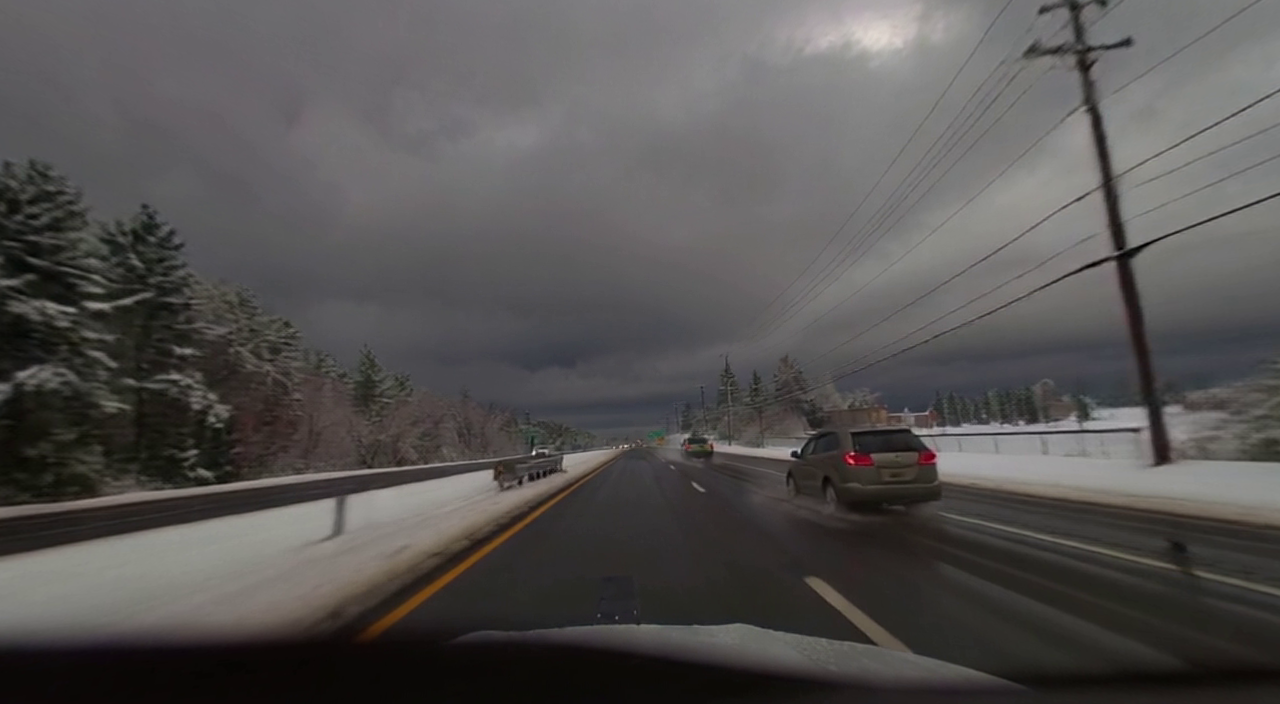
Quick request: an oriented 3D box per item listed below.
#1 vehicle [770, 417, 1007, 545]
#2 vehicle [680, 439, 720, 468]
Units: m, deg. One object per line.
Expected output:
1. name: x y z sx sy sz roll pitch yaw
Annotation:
1. vehicle: 3.589 1.938 10.174 1.977 1.581 4.428 -1 -8 -1
2. vehicle: 3.329 5.683 35.530 1.868 1.507 3.833 -1 -8 -1
